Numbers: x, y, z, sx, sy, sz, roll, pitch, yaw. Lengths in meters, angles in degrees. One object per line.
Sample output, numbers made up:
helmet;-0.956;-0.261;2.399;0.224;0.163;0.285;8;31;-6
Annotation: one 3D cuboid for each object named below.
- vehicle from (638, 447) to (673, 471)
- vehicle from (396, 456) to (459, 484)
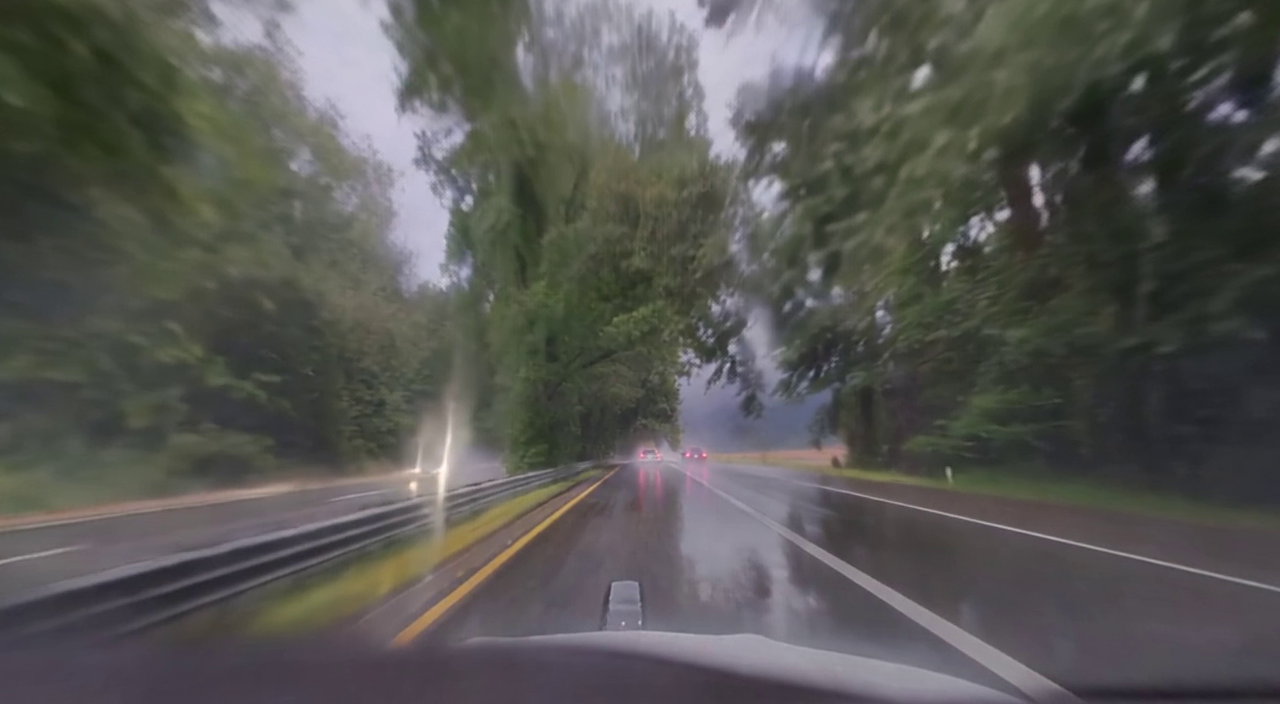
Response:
vehicle;0.979;7.124;41.940;2.162;1.492;3.975;0;-9;-1
vehicle;-12.485;6.931;37.340;2.033;1.462;4.620;-1;-9;1
